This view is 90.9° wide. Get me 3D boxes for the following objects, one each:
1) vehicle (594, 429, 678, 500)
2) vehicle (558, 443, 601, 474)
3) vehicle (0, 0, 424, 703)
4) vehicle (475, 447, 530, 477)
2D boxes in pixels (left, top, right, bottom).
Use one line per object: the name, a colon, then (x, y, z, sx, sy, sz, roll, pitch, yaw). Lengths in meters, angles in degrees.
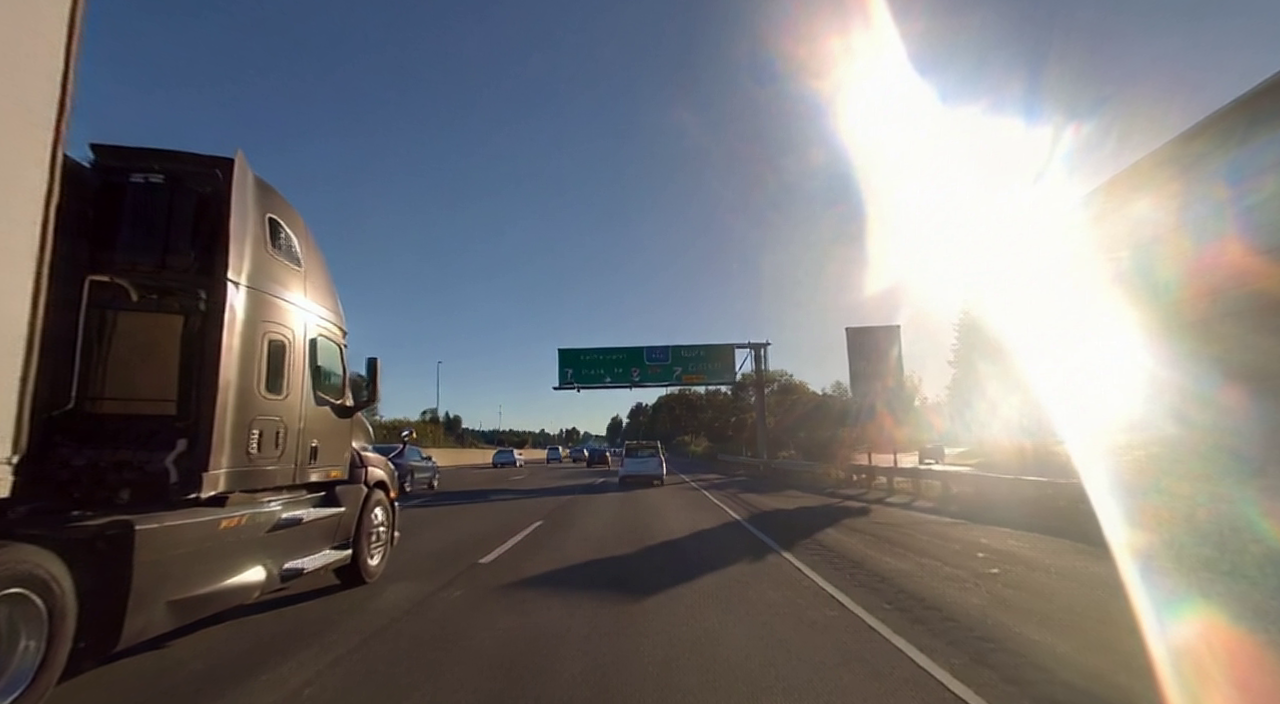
vehicle: (-0.071, 3.170, 18.090, 2.152, 1.779, 3.924, 0, -9, 1)
vehicle: (-3.440, 6.136, 36.588, 1.952, 1.649, 4.131, 0, -9, 1)
vehicle: (-3.869, -0.460, 2.024, 2.990, 3.885, 8.540, 0, -9, 2)
vehicle: (-7.131, 5.747, 33.180, 1.869, 1.466, 4.217, 0, -9, 1)
